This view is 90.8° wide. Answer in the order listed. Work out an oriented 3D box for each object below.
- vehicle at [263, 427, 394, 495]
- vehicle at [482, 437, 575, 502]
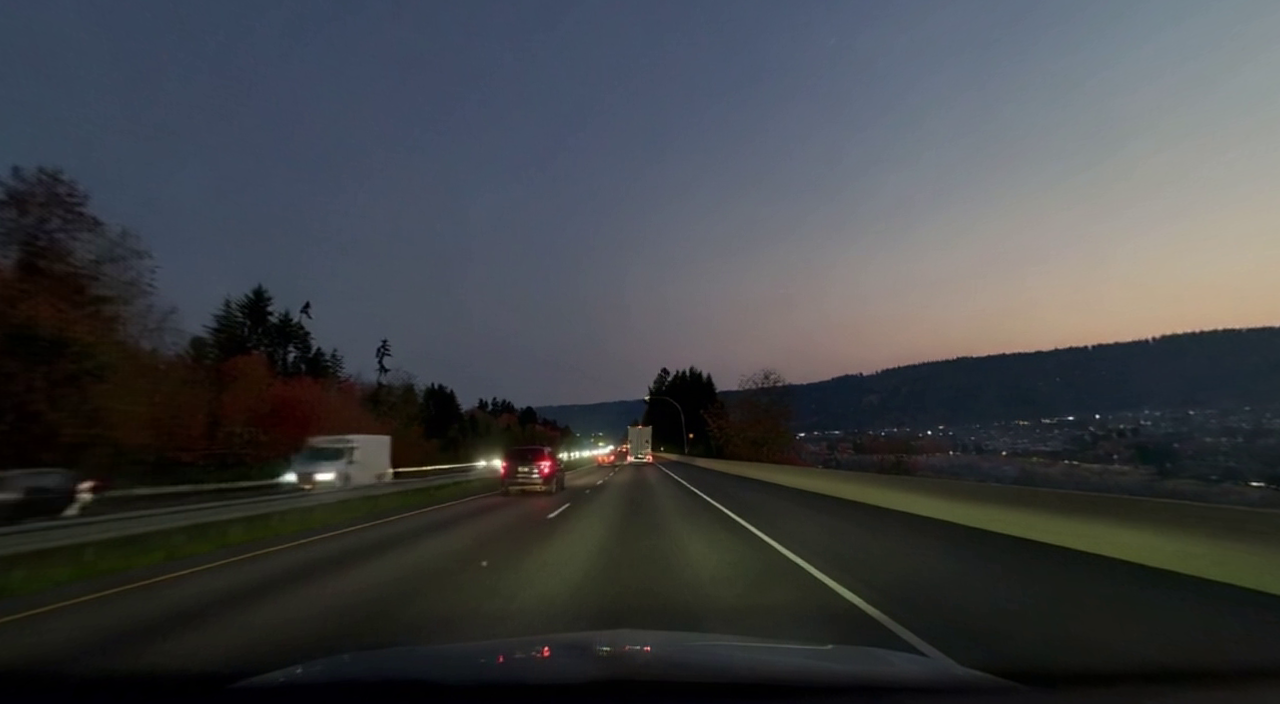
[{"bbox_3d":[-12.330,4.383,25.583,2.248,2.417,5.896,0,-9,0],"label":"vehicle"},{"bbox_3d":[-3.452,3.756,20.555,2.079,1.845,4.654,0,-9,1],"label":"vehicle"}]
